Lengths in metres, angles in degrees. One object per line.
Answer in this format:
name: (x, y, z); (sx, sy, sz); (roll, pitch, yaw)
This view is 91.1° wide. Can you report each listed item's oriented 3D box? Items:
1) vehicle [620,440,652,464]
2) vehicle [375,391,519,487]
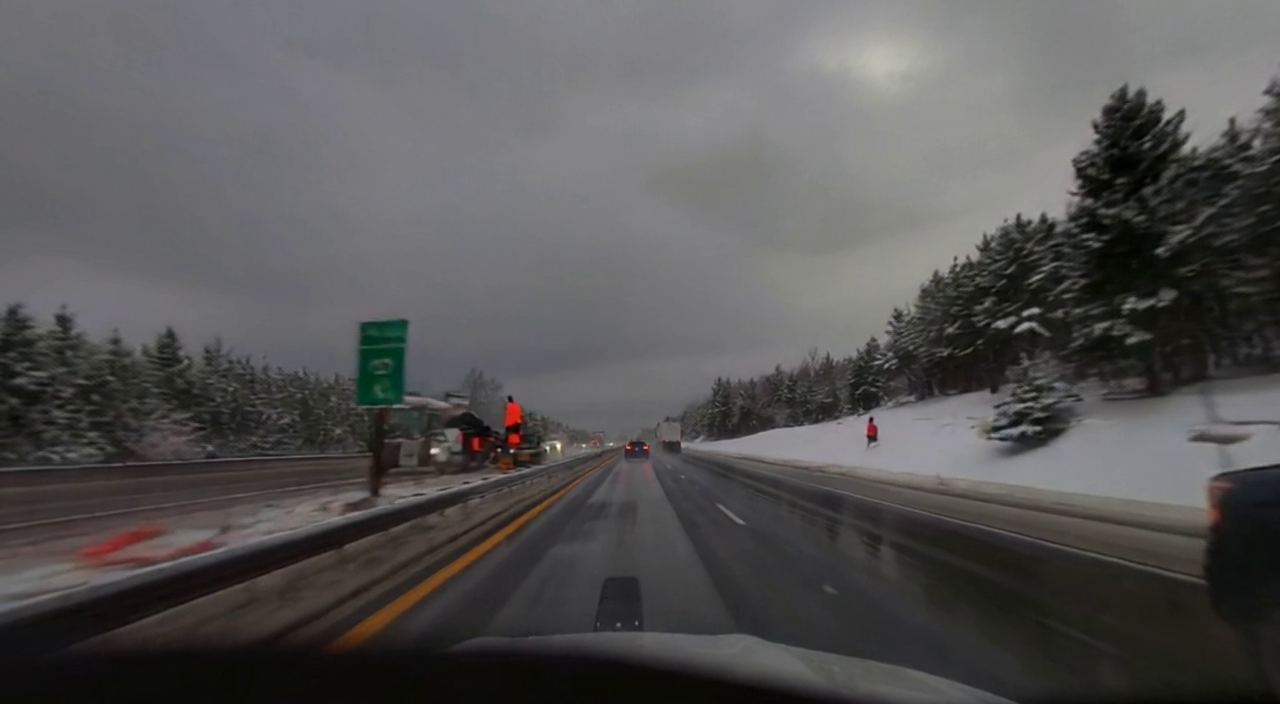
vehicle: (-0.261, 6.558, 41.150); (2.004, 1.472, 4.075); (0, -8, -1)
vehicle: (-8.154, 3.980, 28.448); (3.088, 3.551, 10.063); (0, -8, 1)
